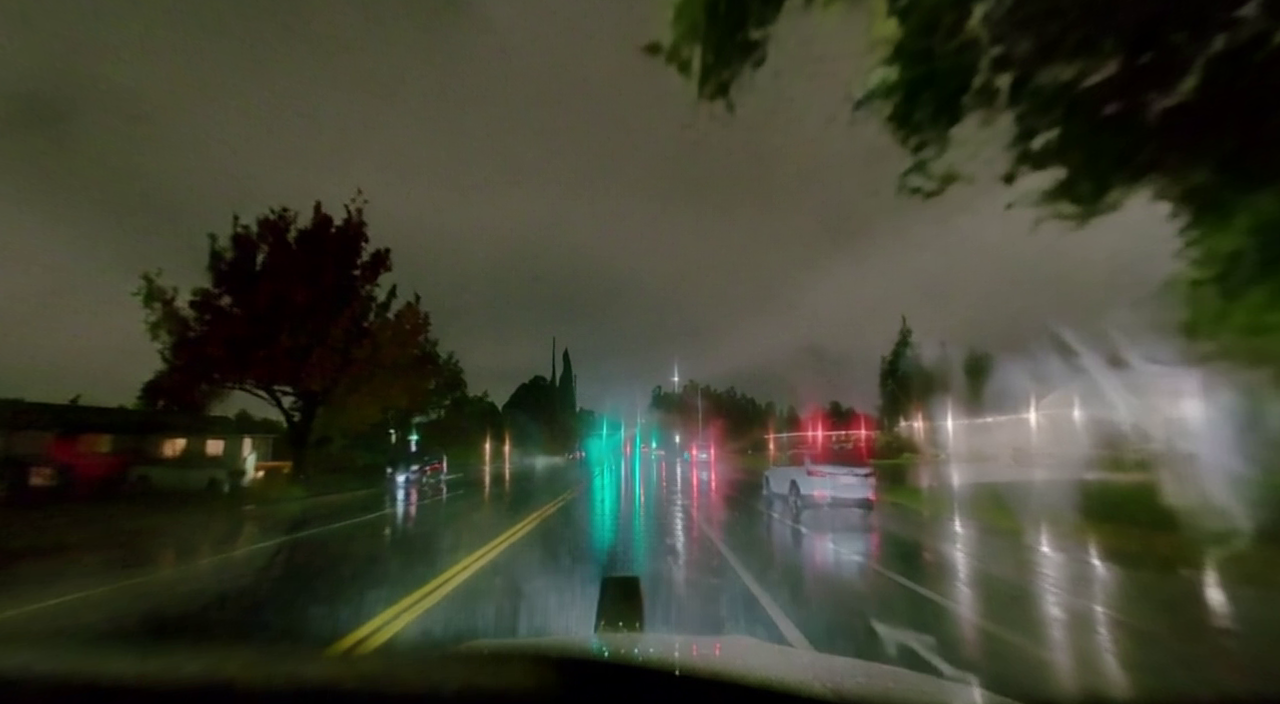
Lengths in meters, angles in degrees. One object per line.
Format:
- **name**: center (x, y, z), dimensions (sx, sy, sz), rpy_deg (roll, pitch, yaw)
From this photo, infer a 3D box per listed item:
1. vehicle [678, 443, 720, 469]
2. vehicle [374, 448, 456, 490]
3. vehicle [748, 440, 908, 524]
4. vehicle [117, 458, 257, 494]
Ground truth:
- **vehicle**: center (3.992, 7.109, 43.447), dimensions (2.124, 1.524, 4.698), rpy_deg (4, -9, -2)
- **vehicle**: center (-11.280, 5.854, 32.120), dimensions (2.086, 1.711, 5.661), rpy_deg (-5, -8, 0)
- **vehicle**: center (3.817, 2.708, 13.807), dimensions (2.014, 1.498, 4.484), rpy_deg (0, -8, -2)
- **vehicle**: center (-18.671, 5.105, 26.186), dimensions (4.326, 1.355, 1.812), rpy_deg (1, -9, -3)
